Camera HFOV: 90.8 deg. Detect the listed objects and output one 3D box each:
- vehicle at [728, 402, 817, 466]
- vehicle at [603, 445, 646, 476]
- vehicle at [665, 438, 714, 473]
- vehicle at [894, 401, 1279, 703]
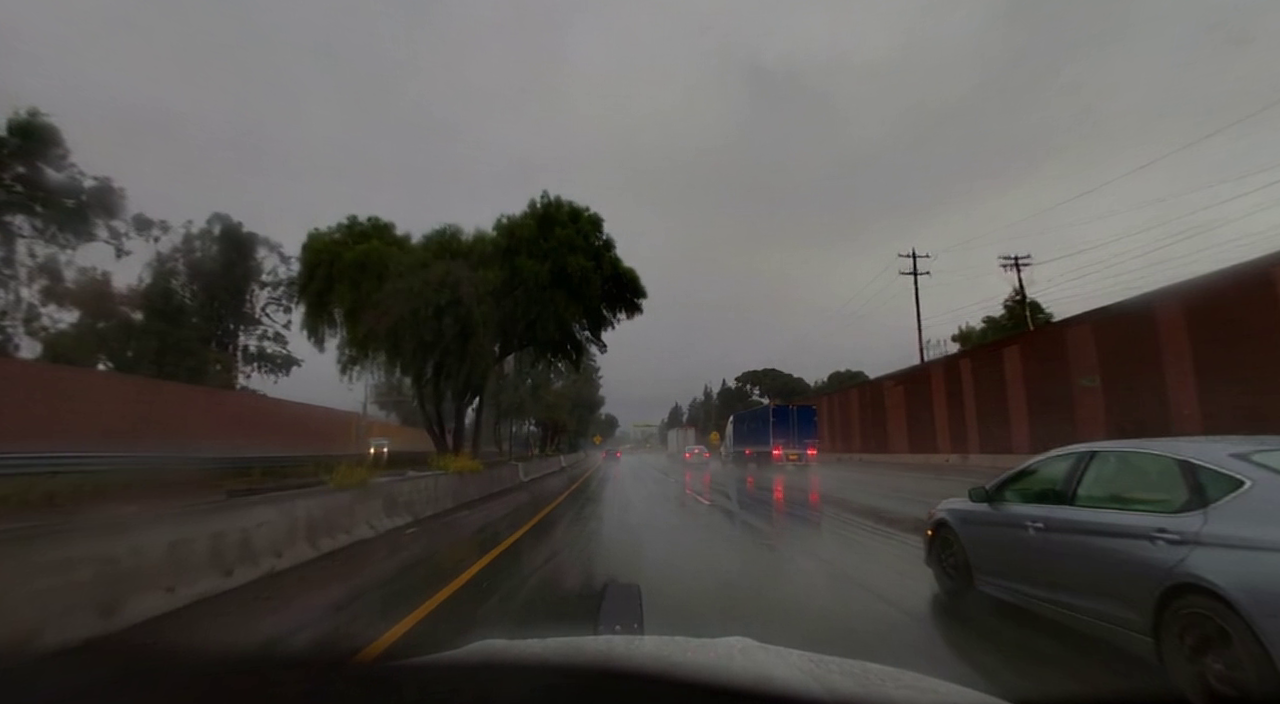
[{"bbox_3d":[9.722,6.532,48.989,2.914,4.134,15.553,0,-9,-3],"label":"vehicle"},{"bbox_3d":[-0.806,5.534,32.414,2.083,1.477,3.965,0,-9,-2],"label":"vehicle"},{"bbox_3d":[2.711,5.802,35.567,2.114,1.849,4.692,0,-9,-3],"label":"vehicle"},{"bbox_3d":[3.369,1.121,3.696,1.922,1.465,4.165,0,-9,-2],"label":"vehicle"}]
